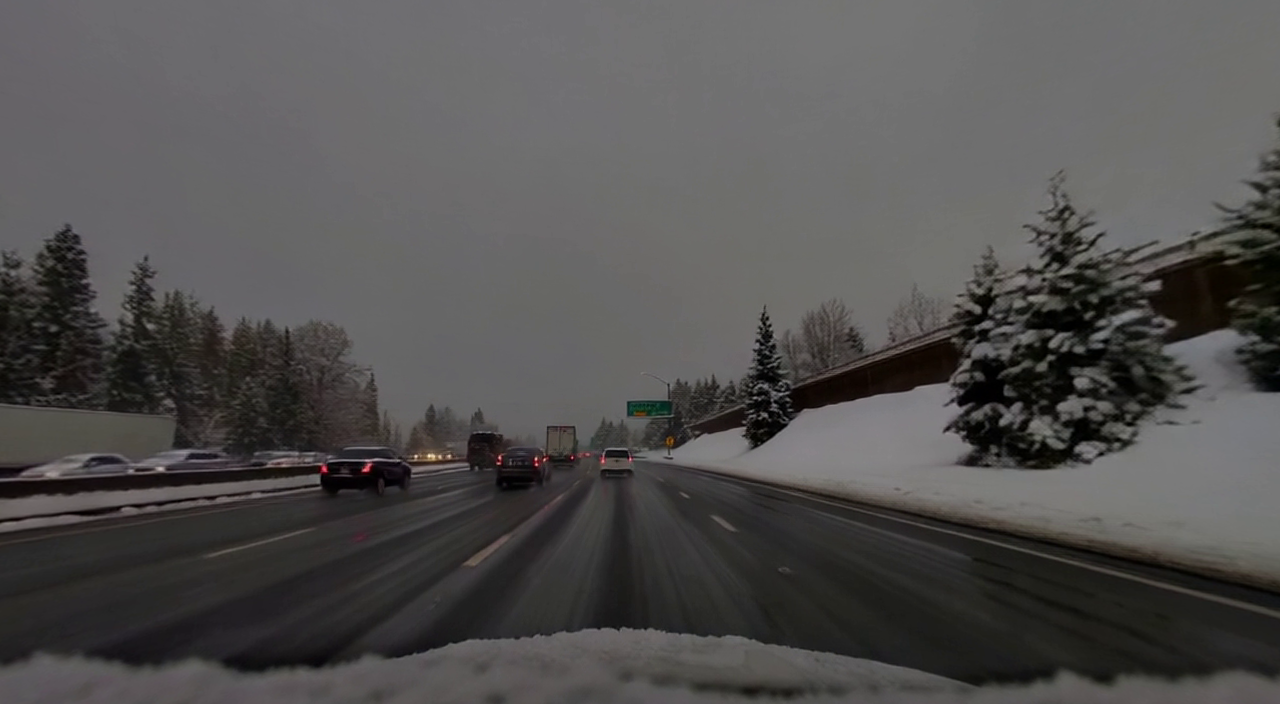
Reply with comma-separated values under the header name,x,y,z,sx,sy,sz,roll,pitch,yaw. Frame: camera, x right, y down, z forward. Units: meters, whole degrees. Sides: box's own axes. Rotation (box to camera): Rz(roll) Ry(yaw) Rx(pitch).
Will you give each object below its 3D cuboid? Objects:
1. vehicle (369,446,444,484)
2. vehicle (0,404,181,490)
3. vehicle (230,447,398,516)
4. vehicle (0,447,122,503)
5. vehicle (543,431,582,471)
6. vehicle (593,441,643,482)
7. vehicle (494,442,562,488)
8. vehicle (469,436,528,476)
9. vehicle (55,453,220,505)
name,x,y,z,sx,sy,sz,roll,pitch,yaw
vehicle,-12.011,5.794,32.864,2.079,1.807,5.187,0,-8,-2
vehicle,-23.968,3.715,24.709,3.003,2.982,12.570,0,-8,-2
vehicle,-7.976,3.175,16.019,1.896,1.465,4.399,0,-8,0
vehicle,-19.827,3.926,20.612,1.934,1.609,4.619,0,-8,-2
vehicle,-5.506,7.114,45.458,2.279,2.672,5.256,0,-8,-2
vehicle,-1.007,4.870,28.380,2.092,1.671,3.772,0,-8,-3
vehicle,-4.311,4.417,24.975,2.005,1.631,4.295,0,-8,-1
vehicle,-9.294,6.889,42.022,2.773,2.402,6.232,0,-8,-3
vehicle,-16.104,4.039,20.592,1.816,1.439,4.480,0,-8,-2
